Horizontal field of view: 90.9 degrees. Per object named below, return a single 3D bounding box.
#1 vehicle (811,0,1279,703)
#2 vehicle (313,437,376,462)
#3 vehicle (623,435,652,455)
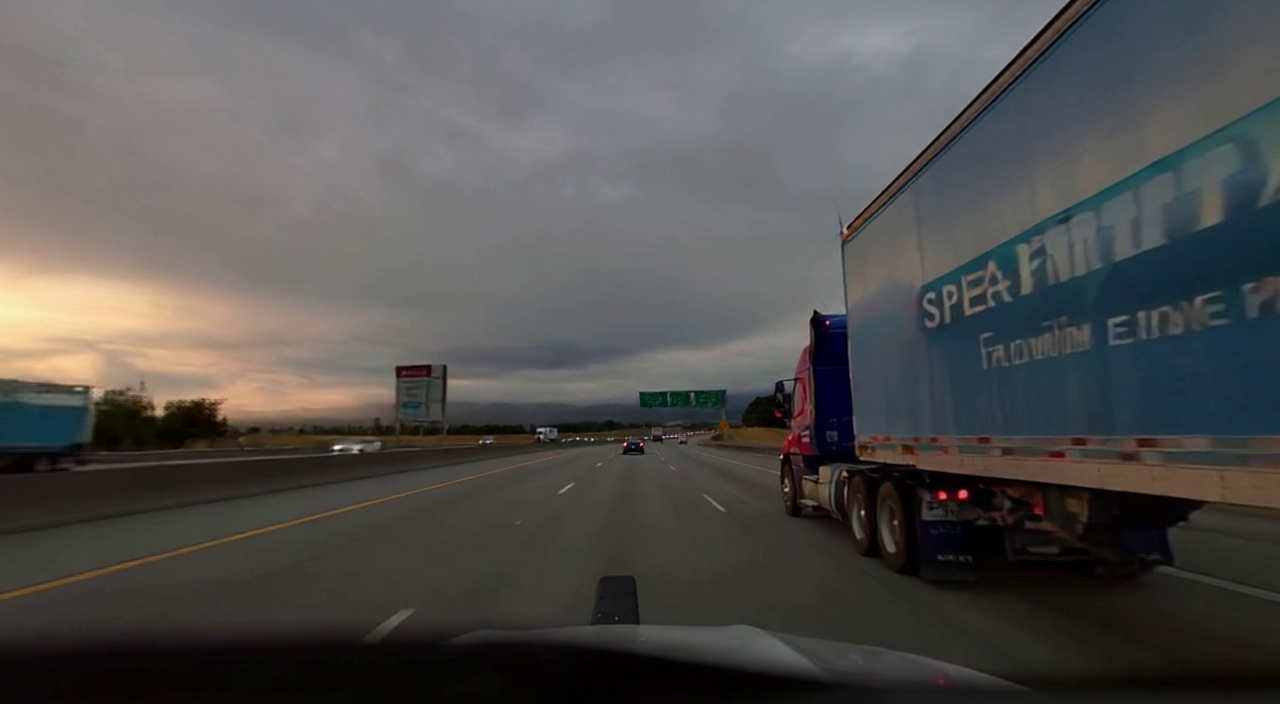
[{"bbox_3d":[3.760,-0.640,0.345,2.976,4.077,14.571,0,-8,-1],"label":"vehicle"},{"bbox_3d":[-18.656,6.149,40.013,1.885,1.505,4.271,0,-8,1],"label":"vehicle"},{"bbox_3d":[-0.178,7.214,48.874,2.140,1.475,3.969,0,-8,0],"label":"vehicle"}]
